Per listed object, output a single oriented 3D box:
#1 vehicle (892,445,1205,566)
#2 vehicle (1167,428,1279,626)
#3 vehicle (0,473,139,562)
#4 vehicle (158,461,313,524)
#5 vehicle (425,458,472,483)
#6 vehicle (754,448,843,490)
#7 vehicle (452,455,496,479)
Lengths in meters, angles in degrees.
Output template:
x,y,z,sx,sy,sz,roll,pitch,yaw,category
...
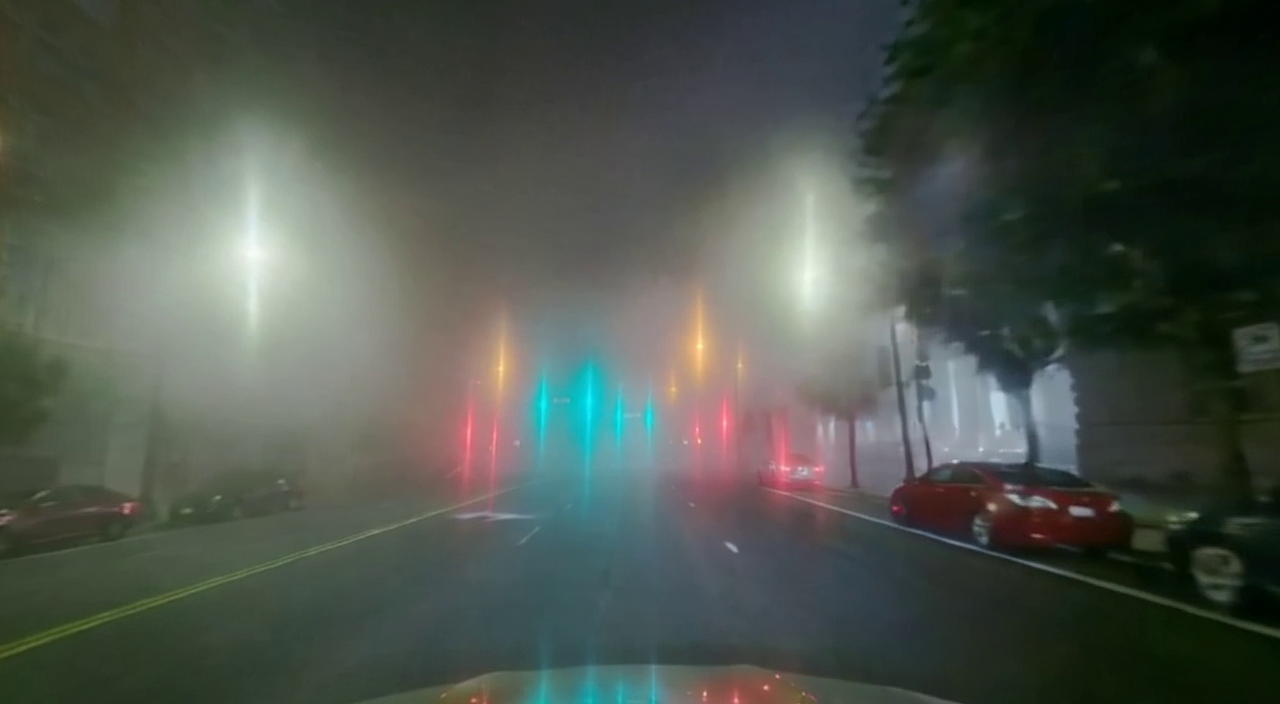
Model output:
x,y,z,sx,sy,sz,roll,pitch,yaw,category
5.816,2.176,9.847,1.869,1.430,4.365,0,-9,-1,vehicle
5.843,1.123,3.434,1.849,1.491,4.626,0,-8,-2,vehicle
-12.611,3.251,12.539,1.828,1.462,4.421,0,-9,-2,vehicle
-12.614,4.352,20.163,1.911,1.558,4.793,-3,-9,-2,vehicle
-12.676,7.887,42.159,1.767,1.455,4.389,0,-9,0,vehicle
5.997,4.456,24.556,2.091,1.445,4.678,0,-9,-2,vehicle
-12.889,8.919,49.387,2.011,1.668,5.474,0,-9,0,vehicle
